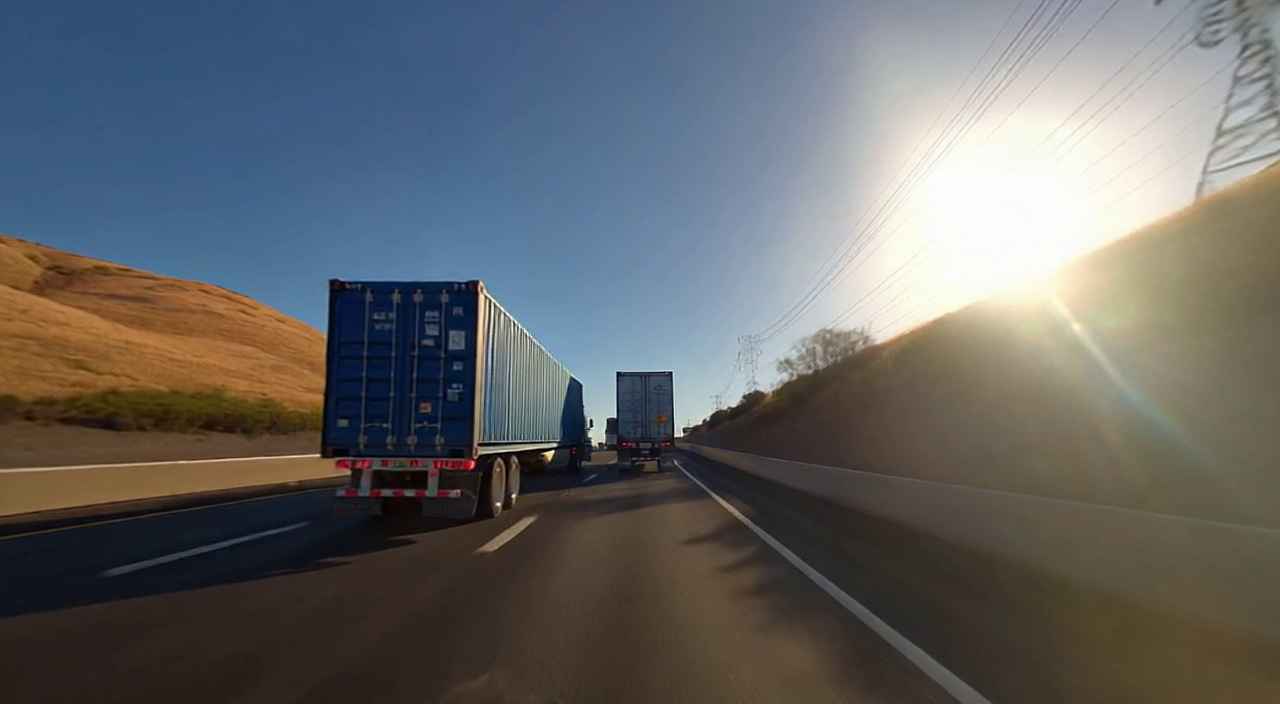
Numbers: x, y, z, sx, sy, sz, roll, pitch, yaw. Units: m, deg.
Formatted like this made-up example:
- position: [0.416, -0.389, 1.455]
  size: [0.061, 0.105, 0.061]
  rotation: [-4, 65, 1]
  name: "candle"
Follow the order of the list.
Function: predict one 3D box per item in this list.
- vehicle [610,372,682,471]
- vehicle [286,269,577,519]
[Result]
- position: [0.140, 3.748, 32.174]
  size: [3.006, 4.120, 11.586]
  rotation: [0, -8, -1]
  name: "vehicle"
- position: [-4.042, 1.610, 17.080]
  size: [3.065, 4.105, 13.706]
  rotation: [0, -8, 1]
  name: "vehicle"
